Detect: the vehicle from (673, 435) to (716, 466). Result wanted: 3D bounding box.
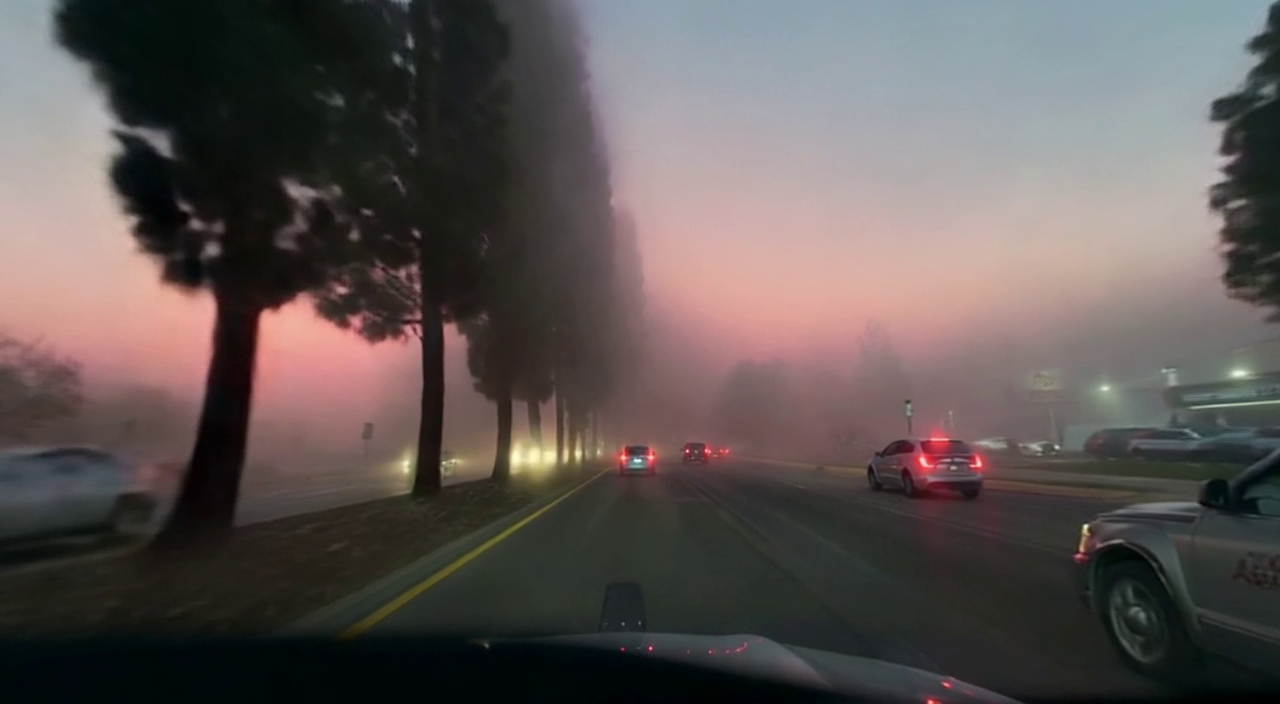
[{"bbox_3d":[3.994,7.335,46.810,2.716,2.131,5.766,0,-9,0],"label":"vehicle"}]

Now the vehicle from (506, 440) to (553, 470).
[{"bbox_3d":[-7.748,7.266,44.554,2.262,1.920,5.604,0,-9,1],"label":"vehicle"}]

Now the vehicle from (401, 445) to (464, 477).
[{"bbox_3d":[-11.922,6.285,36.418,2.021,1.712,4.469,0,-9,2],"label":"vehicle"}]

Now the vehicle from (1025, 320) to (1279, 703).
[{"bbox_3d":[3.484,0.652,1.635,2.090,1.763,4.560,0,-9,1],"label":"vehicle"}]

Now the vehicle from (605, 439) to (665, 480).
[{"bbox_3d":[-0.163,4.493,26.479,2.315,1.563,4.080,0,-9,1],"label":"vehicle"}]

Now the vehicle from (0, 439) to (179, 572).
[{"bbox_3d":[-8.764,1.922,8.028,2.082,1.588,4.710,0,-9,1],"label":"vehicle"}]

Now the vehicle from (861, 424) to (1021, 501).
[{"bbox_3d":[7.781,2.907,16.844,2.090,1.768,4.407,0,-9,0],"label":"vehicle"}]
